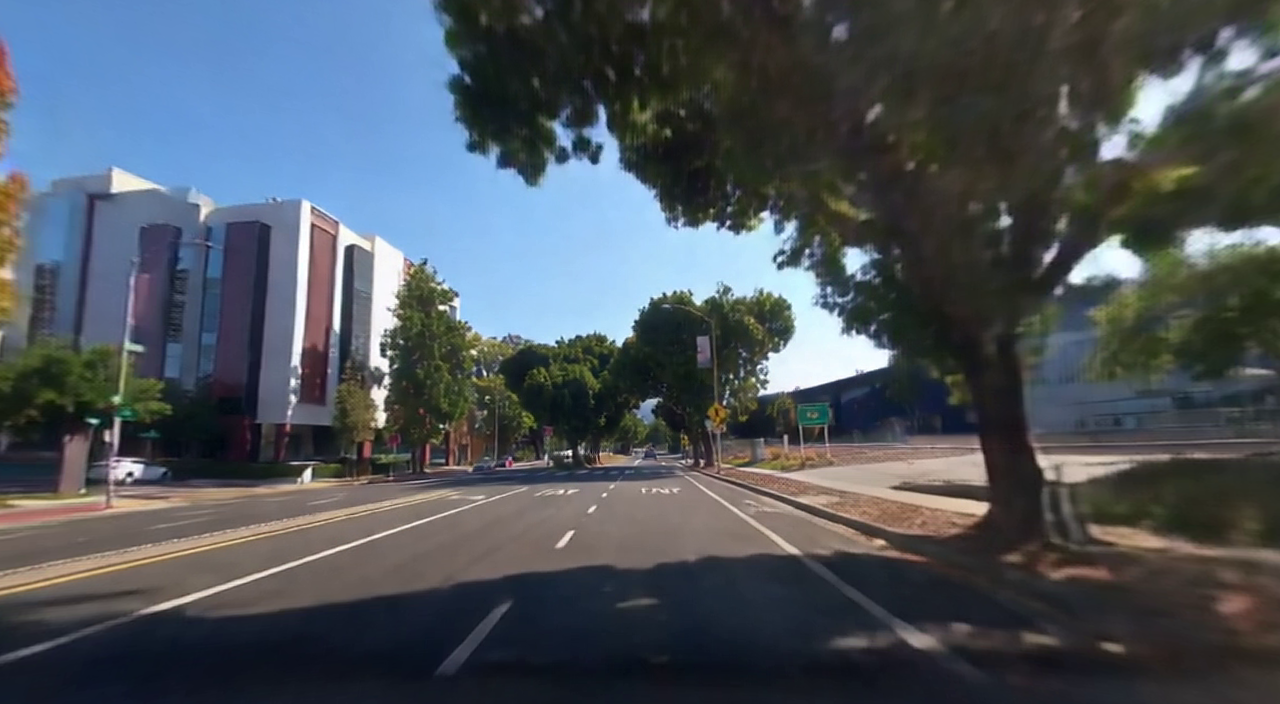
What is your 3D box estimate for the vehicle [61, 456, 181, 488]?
[{"bbox_3d":[-29.235,6.773,35.605,4.899,1.535,1.926,-1,-10,-6],"label":"vehicle"}]
